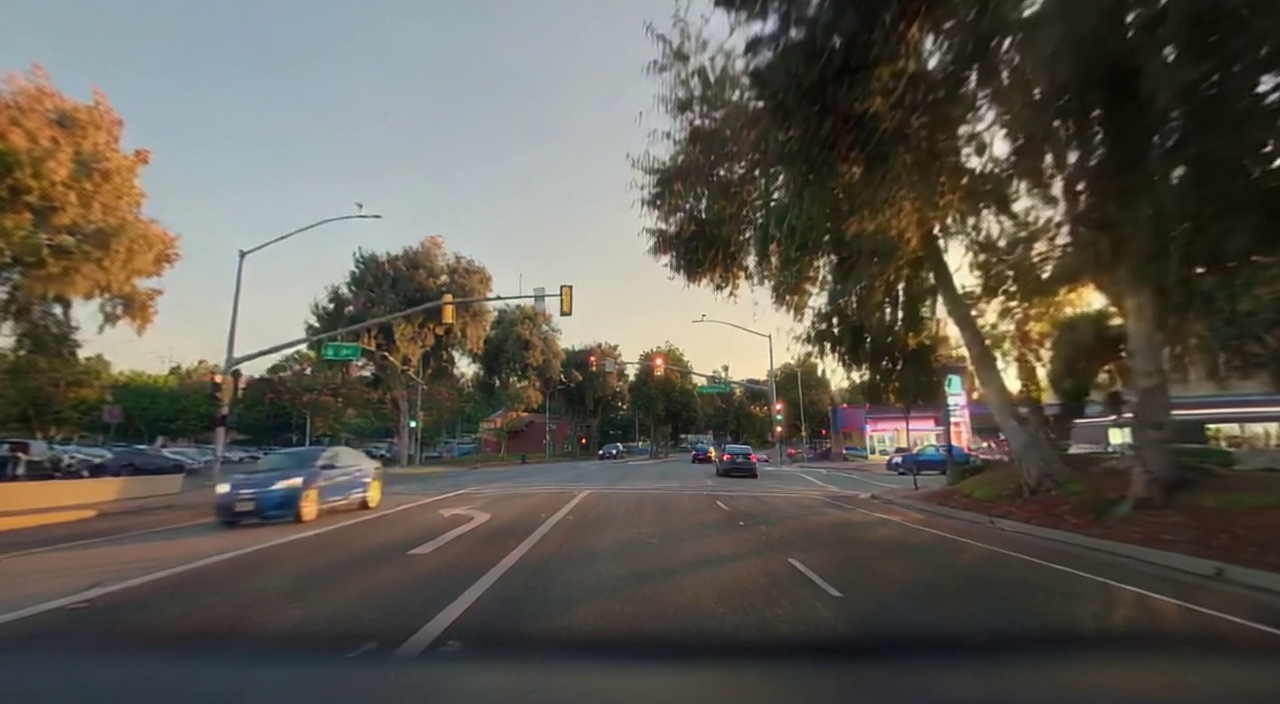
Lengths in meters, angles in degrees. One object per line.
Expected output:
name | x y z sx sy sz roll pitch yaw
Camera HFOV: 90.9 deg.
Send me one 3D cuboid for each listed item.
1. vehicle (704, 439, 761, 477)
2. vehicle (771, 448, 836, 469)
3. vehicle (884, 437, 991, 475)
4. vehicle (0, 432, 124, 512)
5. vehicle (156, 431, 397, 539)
vehicle | 4.461 5.207 31.088 2.311 1.715 4.287 0 -9 3
vehicle | 12.213 7.975 47.238 1.938 1.466 4.434 7 -11 -37
vehicle | 16.228 5.680 34.616 4.713 1.969 2.201 0 -9 0
vehicle | -17.111 3.112 16.667 5.006 1.942 2.246 0 -9 4
vehicle | -6.000 2.206 11.046 2.052 1.543 3.719 0 -9 -2
